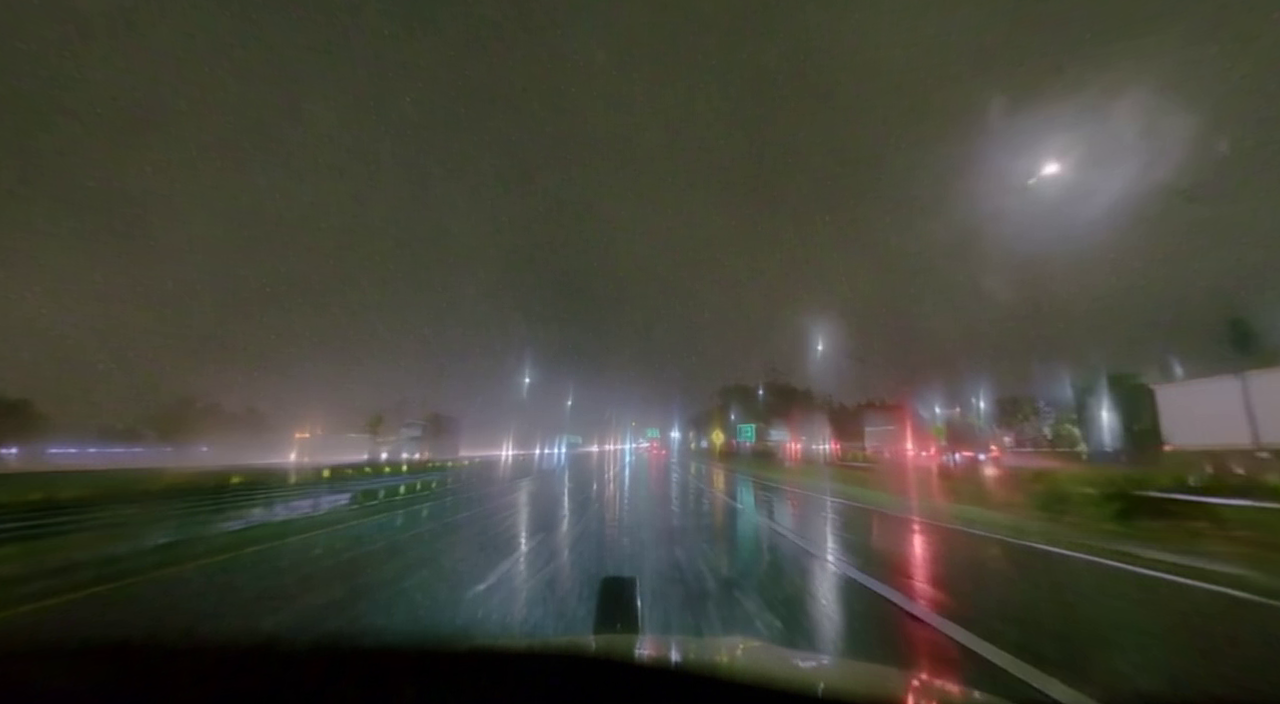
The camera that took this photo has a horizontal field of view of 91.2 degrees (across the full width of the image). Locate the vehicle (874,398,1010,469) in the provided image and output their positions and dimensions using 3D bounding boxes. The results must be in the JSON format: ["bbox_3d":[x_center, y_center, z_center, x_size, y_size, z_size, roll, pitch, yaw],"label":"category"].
[{"bbox_3d":[21.021,5.959,45.284,2.849,4.148,14.184,-3,-8,1],"label":"vehicle"}]
